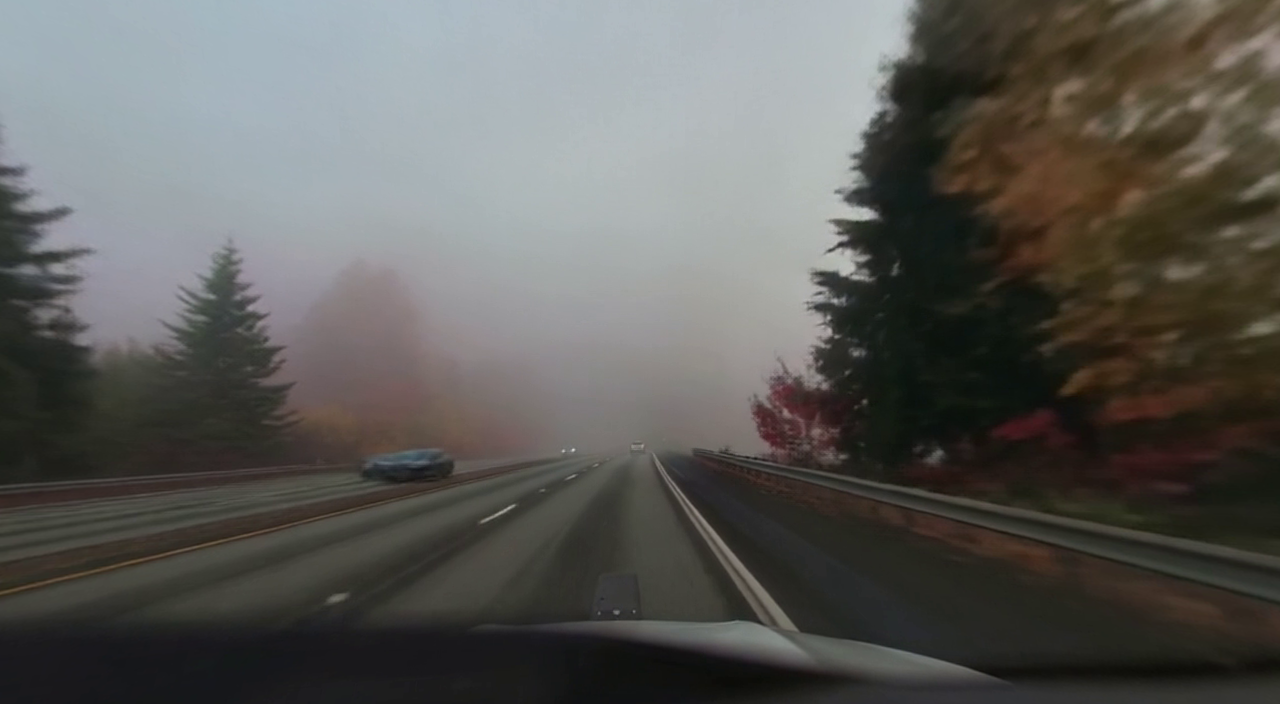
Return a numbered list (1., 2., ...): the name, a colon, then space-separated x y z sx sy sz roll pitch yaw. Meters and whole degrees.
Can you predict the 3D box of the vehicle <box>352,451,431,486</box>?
1. vehicle: -11.312 5.312 28.971 1.907 1.419 4.111 -1 -8 1
